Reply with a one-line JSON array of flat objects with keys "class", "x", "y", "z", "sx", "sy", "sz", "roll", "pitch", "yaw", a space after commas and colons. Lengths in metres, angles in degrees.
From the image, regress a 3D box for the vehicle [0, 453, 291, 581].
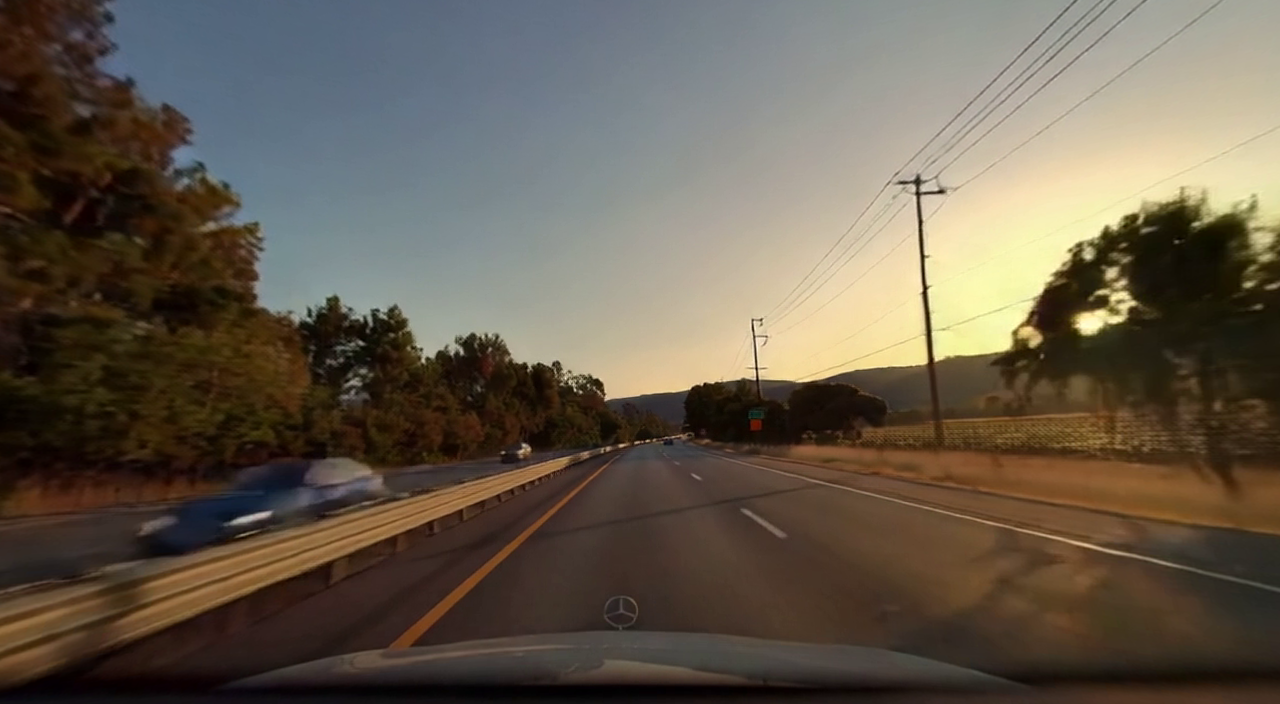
[{"class": "vehicle", "x": -7.276, "y": 2.270, "z": 9.392, "sx": 1.936, "sy": 1.430, "sz": 3.777, "roll": 0, "pitch": -8, "yaw": -1}]
